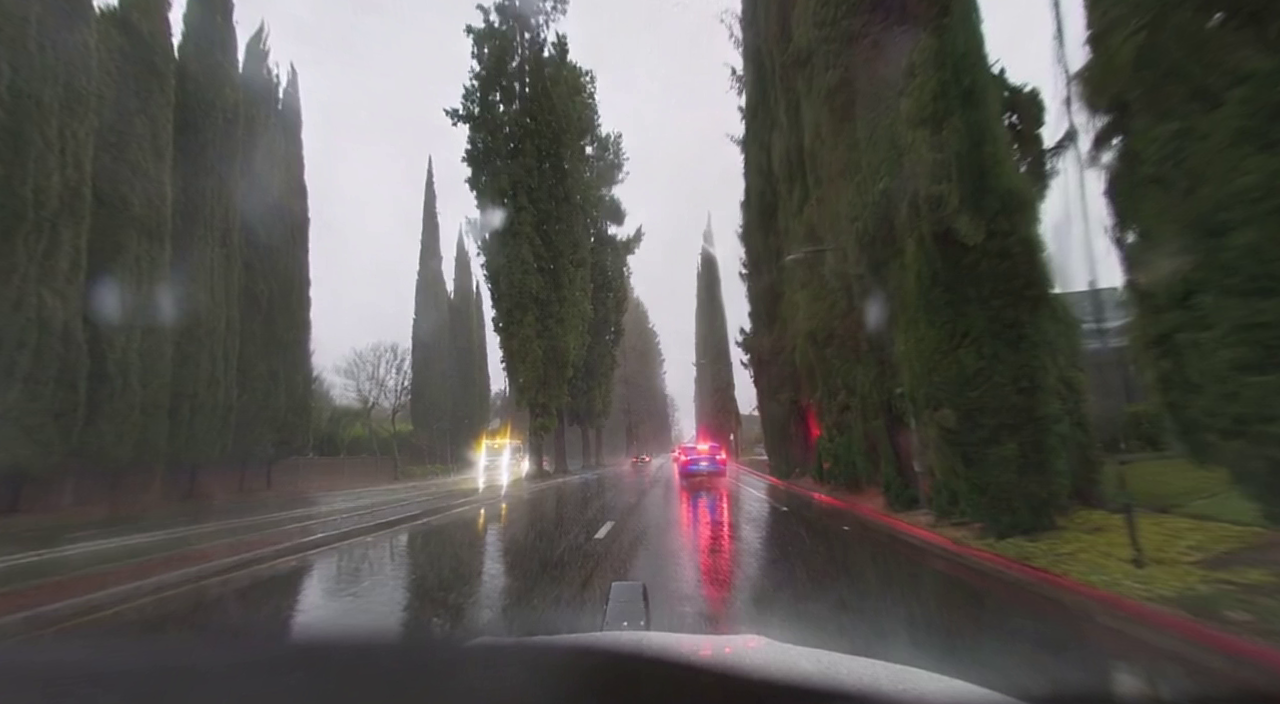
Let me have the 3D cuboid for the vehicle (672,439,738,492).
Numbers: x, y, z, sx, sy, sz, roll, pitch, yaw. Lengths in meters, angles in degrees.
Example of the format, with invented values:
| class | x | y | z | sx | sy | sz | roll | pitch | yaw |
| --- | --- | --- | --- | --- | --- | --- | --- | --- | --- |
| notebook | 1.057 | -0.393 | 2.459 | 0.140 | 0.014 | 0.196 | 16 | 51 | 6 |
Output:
| class | x | y | z | sx | sy | sz | roll | pitch | yaw |
| --- | --- | --- | --- | --- | --- | --- | --- | --- | --- |
| vehicle | 2.144 | 3.849 | 21.821 | 2.052 | 1.639 | 4.123 | -1 | -8 | 3 |

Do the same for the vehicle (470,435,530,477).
| class | x | y | z | sx | sy | sz | roll | pitch | yaw |
| --- | --- | --- | --- | --- | --- | --- | --- | --- | --- |
| vehicle | -10.424 | 7.816 | 47.537 | 2.661 | 2.737 | 6.092 | -5 | -9 | 4 |
